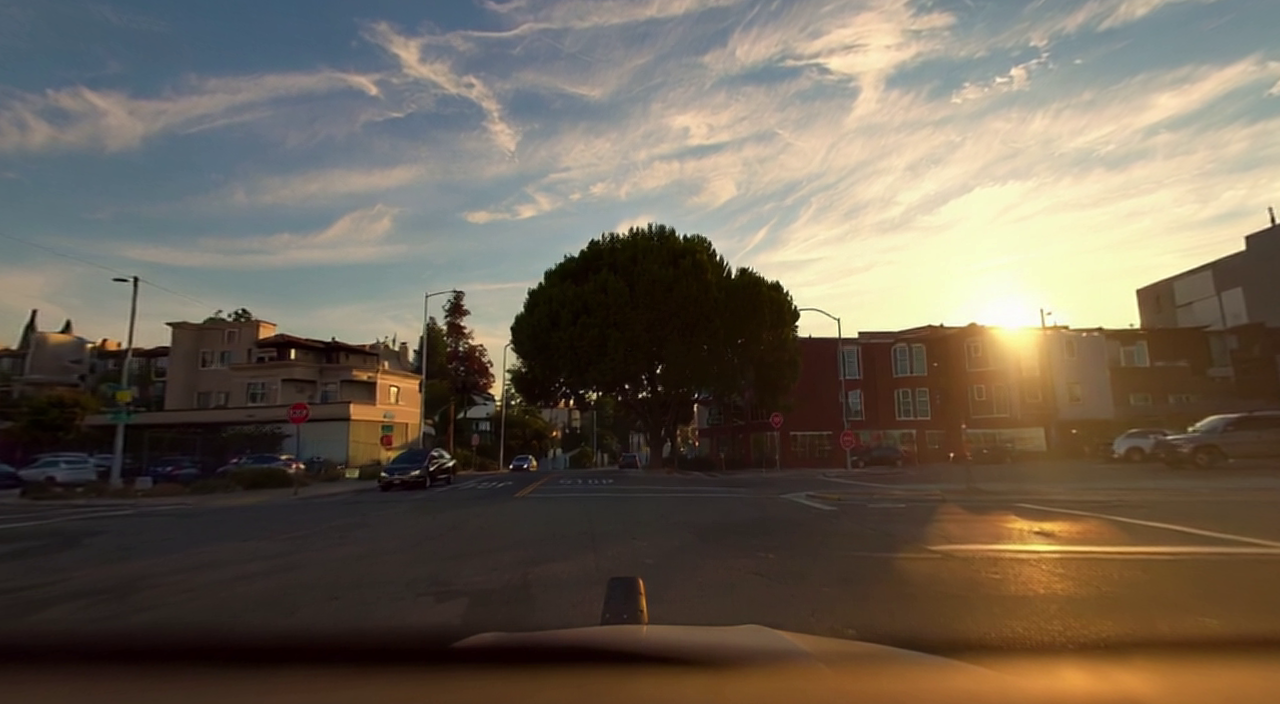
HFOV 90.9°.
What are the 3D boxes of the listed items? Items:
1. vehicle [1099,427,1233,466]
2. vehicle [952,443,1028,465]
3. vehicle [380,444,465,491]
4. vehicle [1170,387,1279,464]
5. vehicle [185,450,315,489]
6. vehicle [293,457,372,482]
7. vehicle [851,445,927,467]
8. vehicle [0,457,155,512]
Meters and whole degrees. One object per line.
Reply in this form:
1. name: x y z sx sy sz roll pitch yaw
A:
1. vehicle: 28.679 5.121 34.482 5.277 2.032 2.408 1 -7 -4
2. vehicle: 25.087 7.285 45.195 4.323 1.507 1.896 0 -8 -4
3. vehicle: -8.874 4.693 26.212 2.156 1.620 4.945 0 -7 -5
4. vehicle: 32.959 3.726 31.472 10.986 3.604 2.707 1 -10 -6
5. vehicle: -17.984 5.397 29.281 2.010 1.583 4.582 -6 -10 34
6. vehicle: -20.521 7.841 42.196 4.277 1.527 1.987 0 -8 -3
7. vehicle: 17.625 7.369 44.677 4.528 1.458 1.939 1 -7 -5
8. vehicle: -16.739 3.762 18.114 4.233 1.432 1.755 -1 -9 5
